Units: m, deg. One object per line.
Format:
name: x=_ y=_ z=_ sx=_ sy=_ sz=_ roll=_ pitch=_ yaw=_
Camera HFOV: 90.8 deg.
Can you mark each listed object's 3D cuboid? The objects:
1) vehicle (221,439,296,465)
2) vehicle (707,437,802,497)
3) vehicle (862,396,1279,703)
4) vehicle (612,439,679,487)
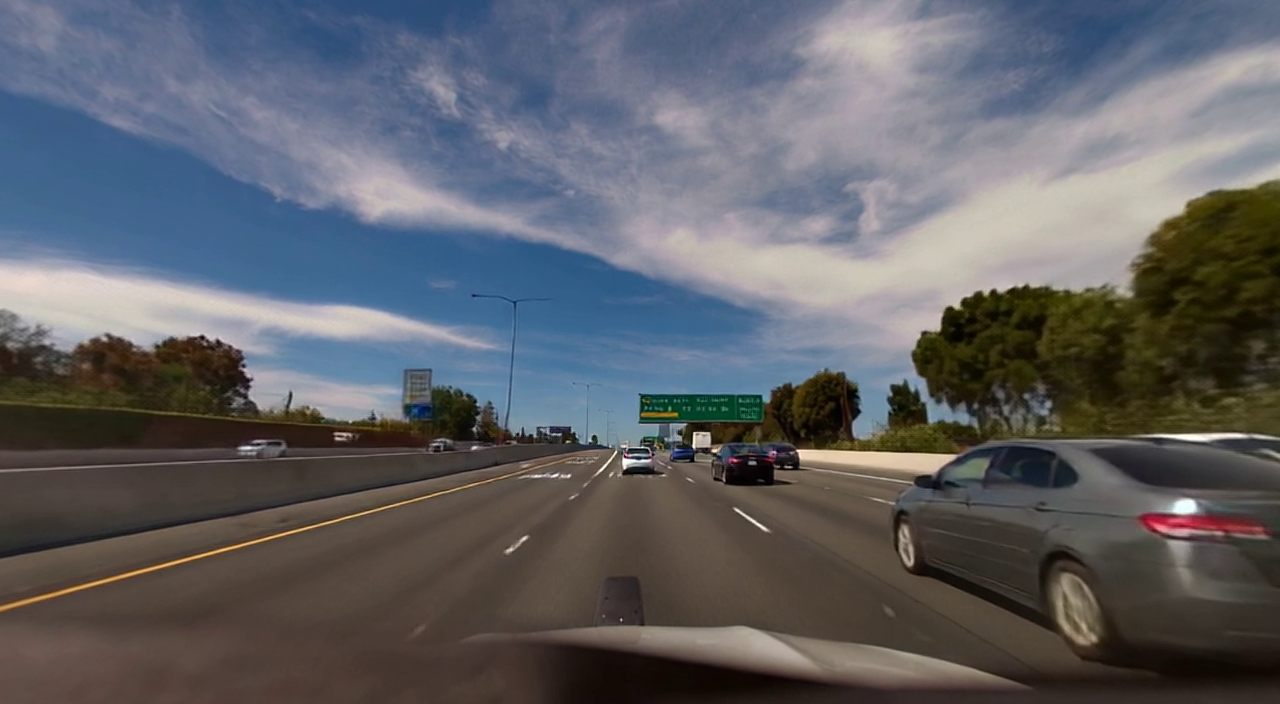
vehicle: x=-25.931 y=6.808 z=43.197 sx=2.105 sy=1.666 sz=4.914 roll=0 pitch=-9 yaw=0
vehicle: x=3.176 y=3.277 z=18.394 sx=1.856 sy=1.517 sz=4.198 roll=0 pitch=-9 yaw=-2
vehicle: x=3.411 y=1.223 z=4.372 sx=1.993 sy=1.504 sz=4.781 roll=0 pitch=-9 yaw=0
vehicle: x=0.118 y=3.798 z=21.916 sx=2.098 sy=1.475 sz=3.997 roll=0 pitch=-9 yaw=-1
